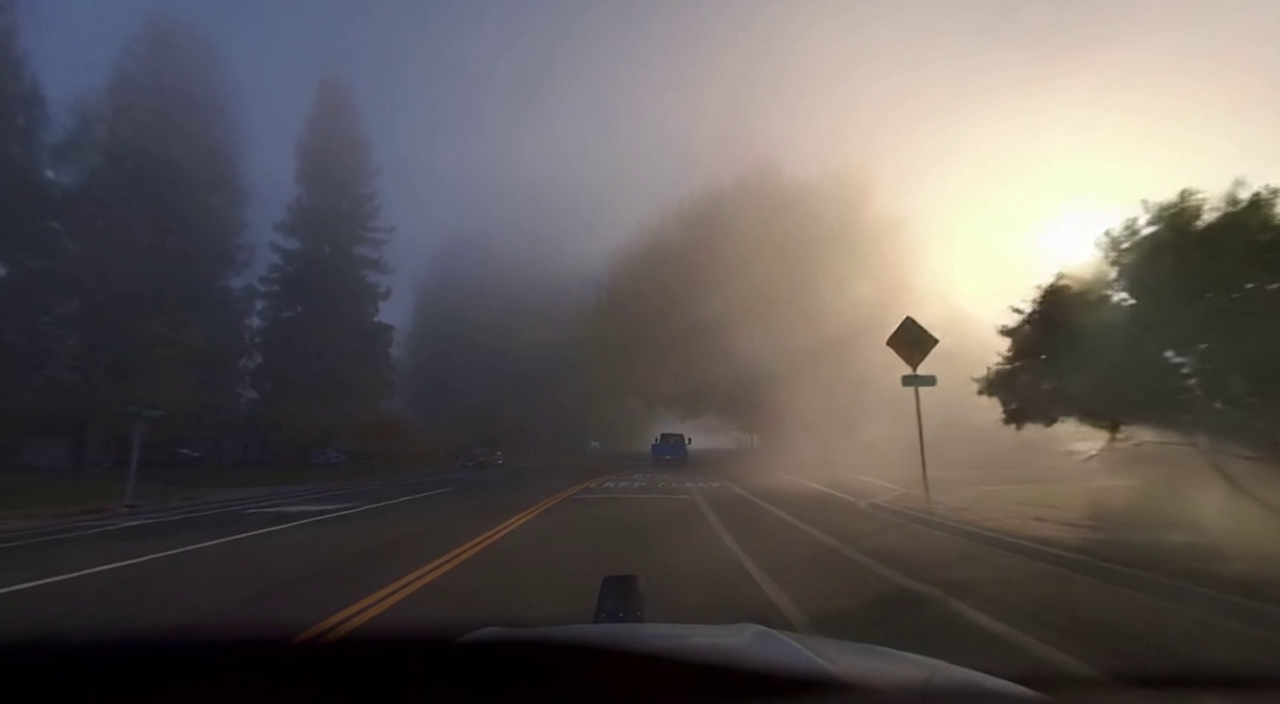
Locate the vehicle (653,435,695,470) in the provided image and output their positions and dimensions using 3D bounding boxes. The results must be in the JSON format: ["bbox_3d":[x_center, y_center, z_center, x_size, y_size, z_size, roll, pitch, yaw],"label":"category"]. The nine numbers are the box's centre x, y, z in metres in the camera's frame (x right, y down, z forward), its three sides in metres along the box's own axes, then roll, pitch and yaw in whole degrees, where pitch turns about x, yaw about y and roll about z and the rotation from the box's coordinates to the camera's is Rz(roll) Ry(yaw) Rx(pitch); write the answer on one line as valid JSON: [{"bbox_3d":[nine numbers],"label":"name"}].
[{"bbox_3d":[2.110,6.040,37.883,2.153,1.942,4.767,-1,-9,7],"label":"vehicle"}]

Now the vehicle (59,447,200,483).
[{"bbox_3d":[-25.881,5.717,32.251,4.975,1.732,2.165,2,-9,-14],"label":"vehicle"}]

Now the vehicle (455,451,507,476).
[{"bbox_3d":[-11.058,7.759,44.243,1.873,1.508,4.483,-3,-8,9],"label":"vehicle"}]

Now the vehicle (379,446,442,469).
[{"bbox_3d":[-18.037,8.301,49.721,4.168,1.735,1.925,-1,-9,3],"label":"vehicle"}]
